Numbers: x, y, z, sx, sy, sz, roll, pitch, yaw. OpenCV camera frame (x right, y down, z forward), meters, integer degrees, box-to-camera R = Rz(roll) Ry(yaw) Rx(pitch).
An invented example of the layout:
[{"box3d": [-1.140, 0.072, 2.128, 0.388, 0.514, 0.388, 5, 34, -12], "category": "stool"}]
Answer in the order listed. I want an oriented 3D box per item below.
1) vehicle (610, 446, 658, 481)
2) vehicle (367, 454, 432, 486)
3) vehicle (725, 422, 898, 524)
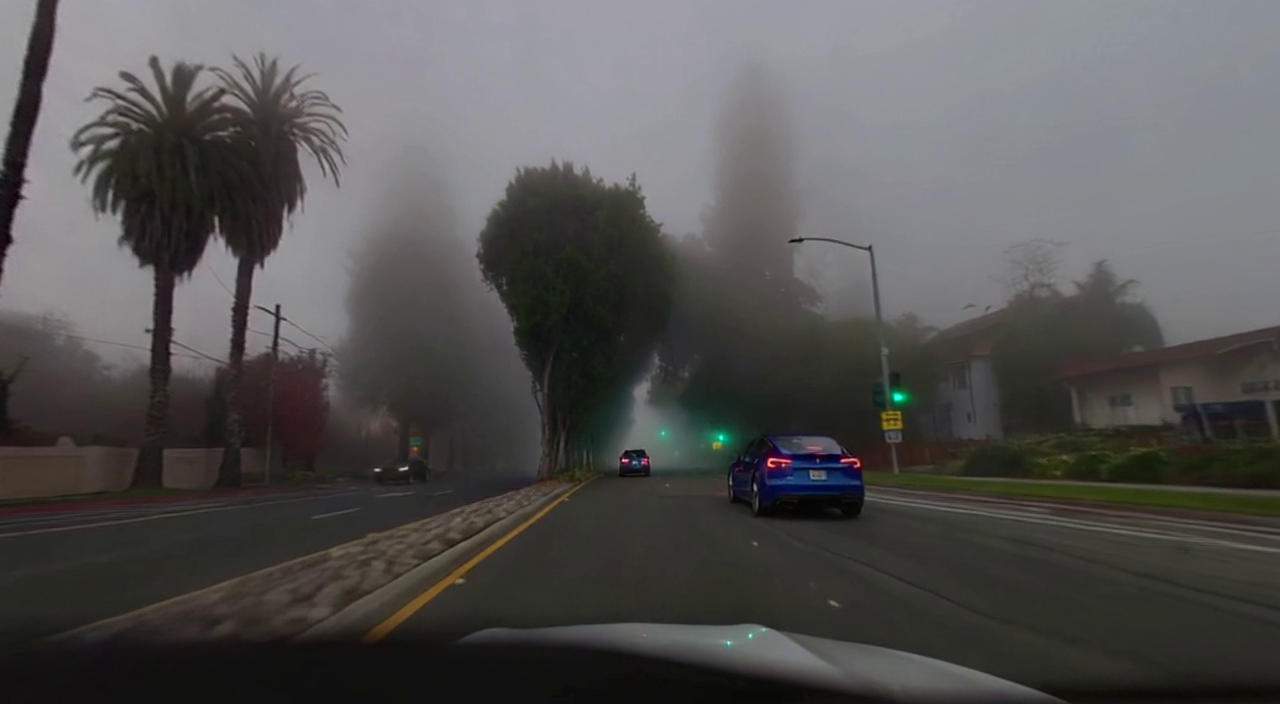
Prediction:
[{"box3d": [-0.357, 5.889, 33.639, 2.341, 1.709, 4.466, 0, -9, -2], "category": "vehicle"}, {"box3d": [-17.302, 8.464, 45.765, 2.449, 2.016, 5.383, -2, -9, 2], "category": "vehicle"}, {"box3d": [3.417, 2.538, 13.905, 2.205, 1.803, 5.135, 0, -9, -2], "category": "vehicle"}]
